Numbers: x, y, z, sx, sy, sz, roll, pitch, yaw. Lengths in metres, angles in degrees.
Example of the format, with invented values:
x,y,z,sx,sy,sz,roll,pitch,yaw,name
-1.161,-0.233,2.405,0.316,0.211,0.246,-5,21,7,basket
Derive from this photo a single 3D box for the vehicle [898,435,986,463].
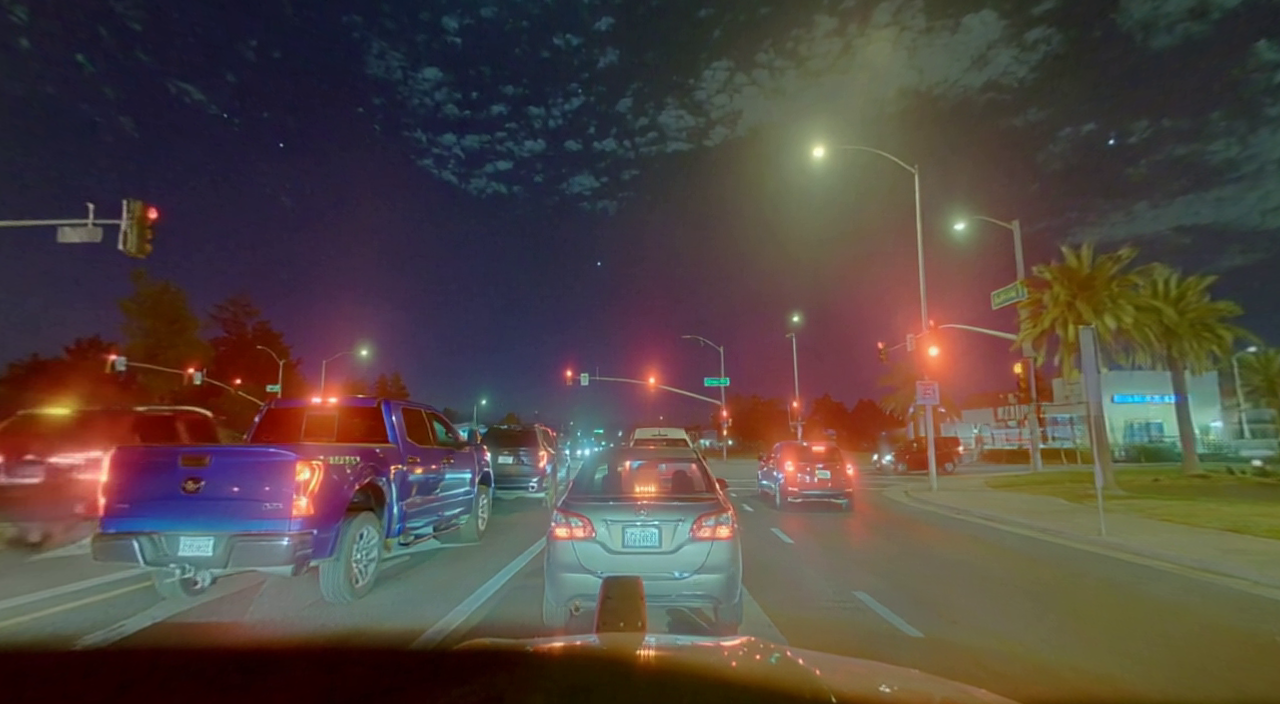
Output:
x,y,z,sx,sy,sz,roll,pitch,yaw,name
18.838,6.074,39.295,4.466,1.717,1.963,0,-8,2,vehicle

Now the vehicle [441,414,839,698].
x,y,z,sx,sy,sz,roll,pitch,yaw,name
0.033,1.399,5.511,2.122,1.501,4.152,0,-8,1,vehicle

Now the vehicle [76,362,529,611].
x,y,z,sx,sy,sz,roll,pitch,yaw,name
-3.227,1.481,7.912,2.330,1.969,5.626,-1,-8,3,vehicle
